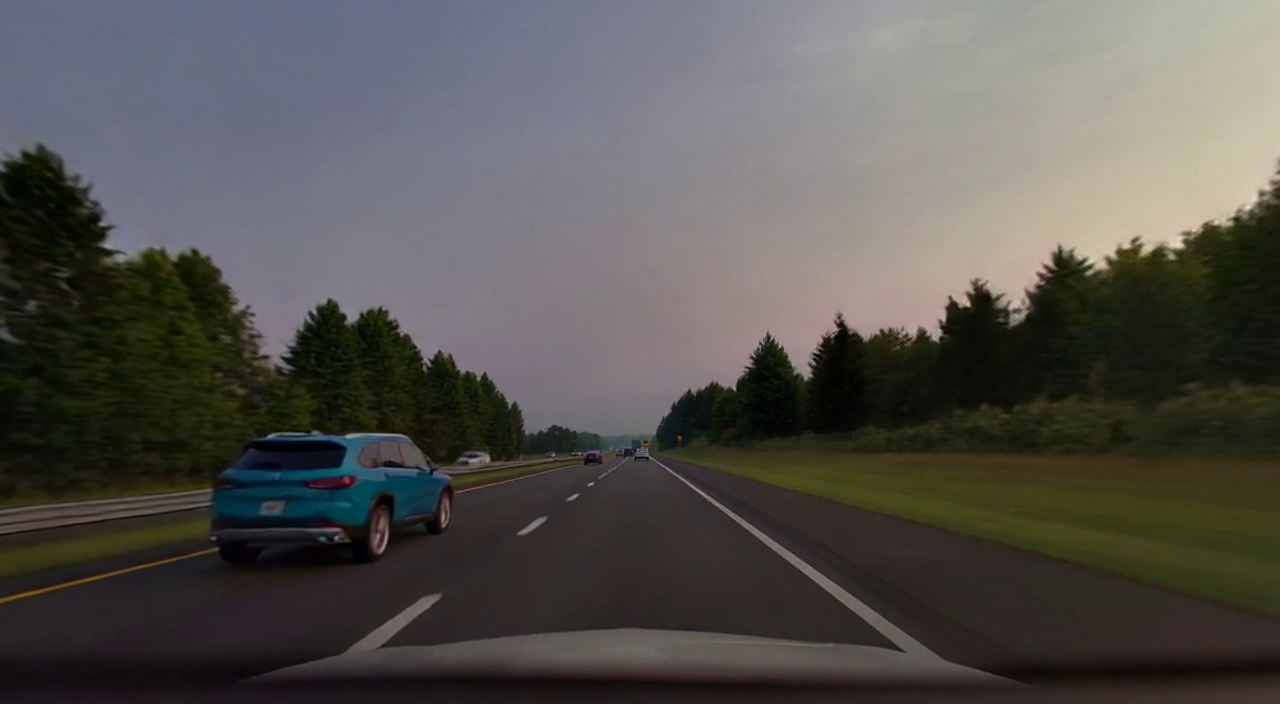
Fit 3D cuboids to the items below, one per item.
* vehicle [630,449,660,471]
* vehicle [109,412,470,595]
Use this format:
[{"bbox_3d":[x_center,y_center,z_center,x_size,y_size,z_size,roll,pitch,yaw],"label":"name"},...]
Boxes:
[{"bbox_3d":[0.311,7.705,45.235,2.046,1.452,4.407,0,-9,0],"label":"vehicle"},{"bbox_3d":[-3.812,1.720,7.995,2.100,1.667,4.223,0,-9,0],"label":"vehicle"}]
